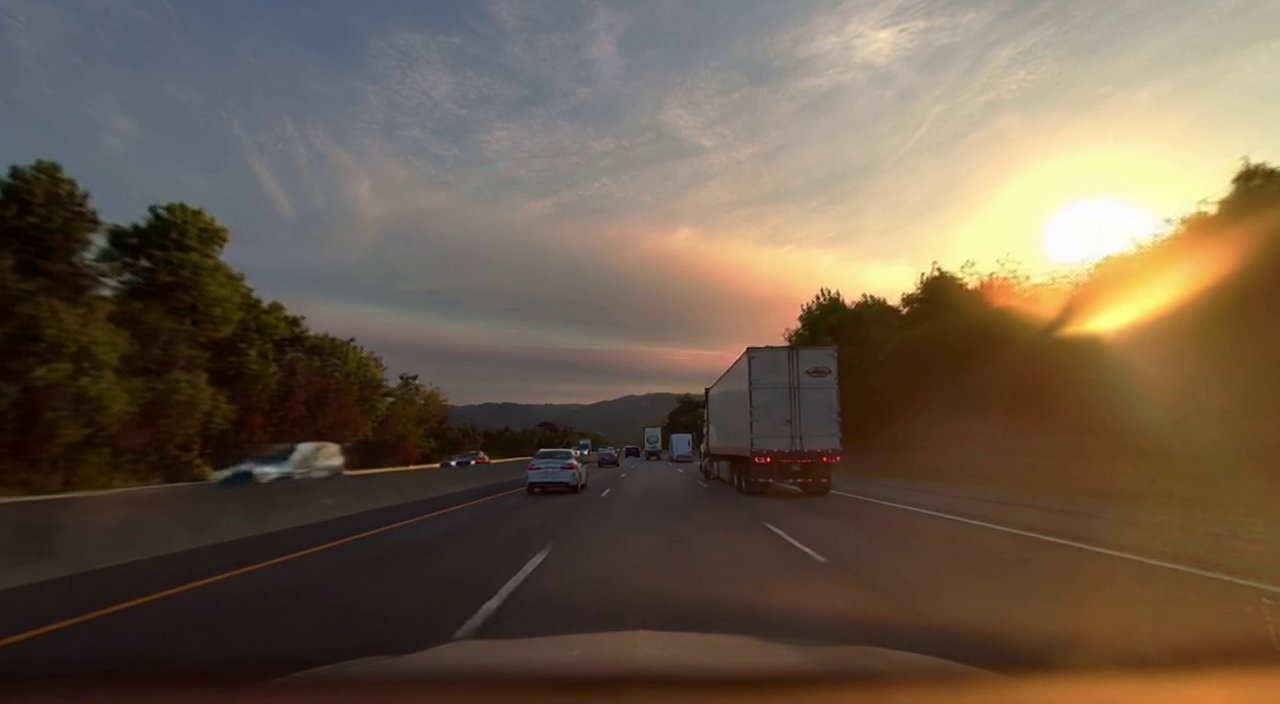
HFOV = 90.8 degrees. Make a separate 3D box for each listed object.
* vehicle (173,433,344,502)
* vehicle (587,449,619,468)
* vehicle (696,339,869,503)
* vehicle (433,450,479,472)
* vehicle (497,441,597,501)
[{"bbox_3d":[-11.414,3.483,19.425,2.149,1.825,4.824,0,-9,1],"label":"vehicle"},{"bbox_3d":[-2.841,8.319,49.350,2.121,1.445,4.651,0,-9,1],"label":"vehicle"},{"bbox_3d":[4.153,2.803,22.880,2.974,4.083,14.389,0,-9,0],"label":"vehicle"},{"bbox_3d":[-14.283,8.501,49.324,2.009,1.600,4.723,0,-9,2],"label":"vehicle"},{"bbox_3d":[-2.570,3.481,18.822,2.104,1.526,4.940,0,-9,1],"label":"vehicle"}]
